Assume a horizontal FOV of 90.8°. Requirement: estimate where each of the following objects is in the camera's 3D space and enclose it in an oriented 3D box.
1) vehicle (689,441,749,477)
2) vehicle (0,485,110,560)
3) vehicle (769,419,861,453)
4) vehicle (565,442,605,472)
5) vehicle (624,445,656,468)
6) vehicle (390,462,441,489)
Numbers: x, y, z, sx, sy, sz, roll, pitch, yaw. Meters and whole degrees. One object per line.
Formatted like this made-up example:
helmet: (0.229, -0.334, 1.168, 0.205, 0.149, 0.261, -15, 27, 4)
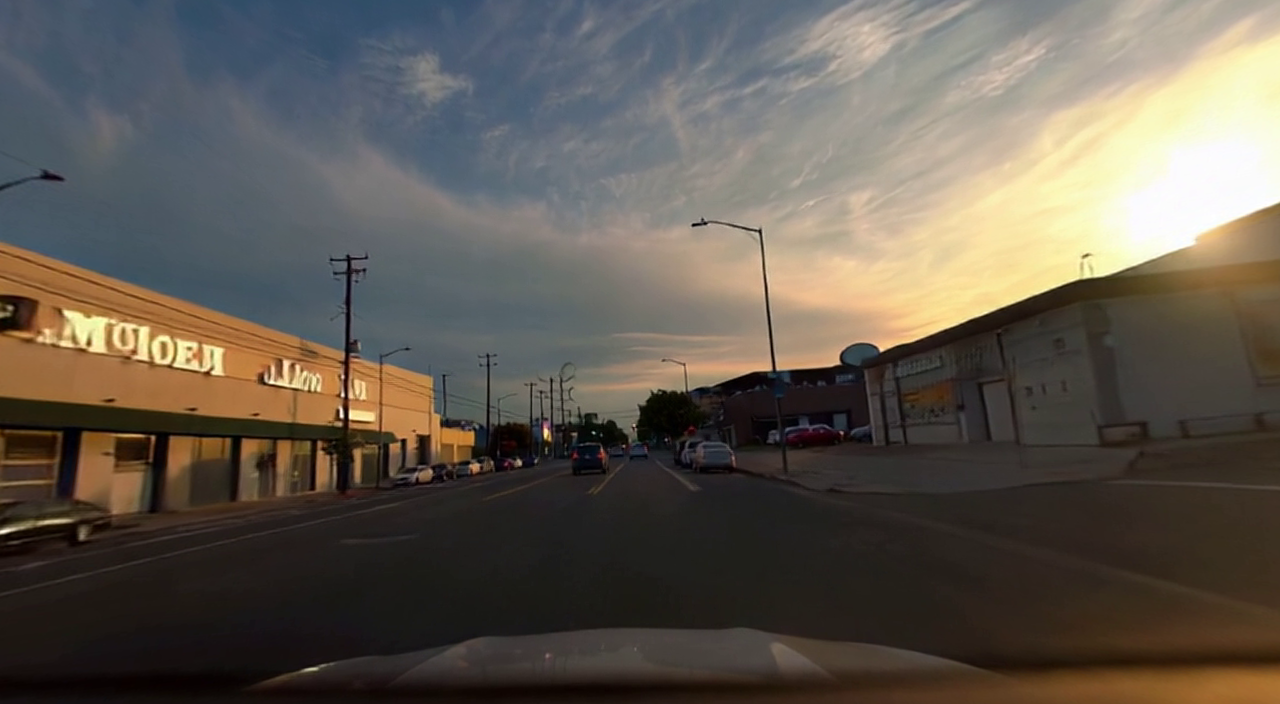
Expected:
vehicle: (3.542, 4.895, 29.184, 2.042, 1.487, 5.033, 0, -8, -1)
vehicle: (-15.672, 4.295, 15.384, 1.793, 1.437, 4.415, -8, -7, -1)
vehicle: (12.225, 5.894, 44.370, 5.603, 1.659, 2.393, -6, -8, -4)
vehicle: (-3.658, 7.018, 42.618, 2.348, 1.831, 4.737, -1, -8, -1)
vehicle: (-0.037, 7.341, 44.455, 2.099, 1.470, 4.270, -1, -8, -1)
vehicle: (-15.737, 8.665, 44.586, 1.883, 1.493, 4.880, -2, -8, -1)
